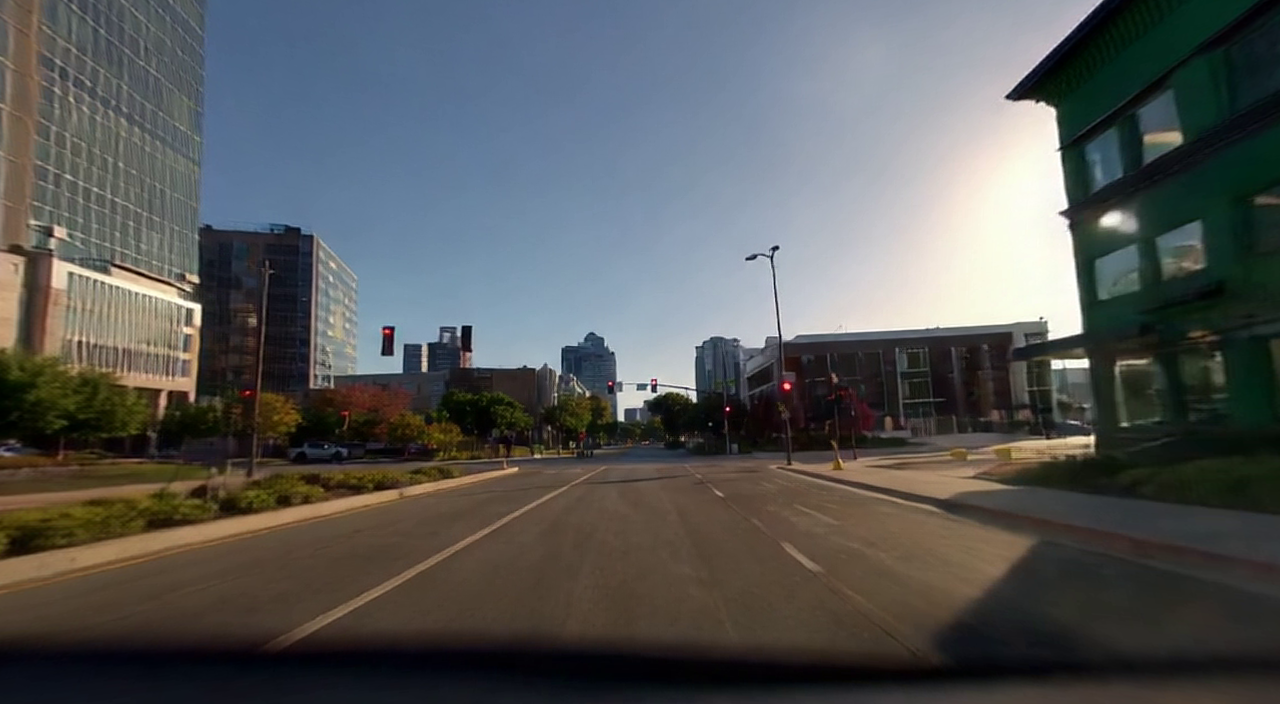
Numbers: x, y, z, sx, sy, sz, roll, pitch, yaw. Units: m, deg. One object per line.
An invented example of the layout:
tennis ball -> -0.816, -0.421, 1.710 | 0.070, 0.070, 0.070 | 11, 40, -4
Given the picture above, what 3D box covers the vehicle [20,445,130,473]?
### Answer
vehicle -> -32.076, 6.094, 35.956 | 1.852, 1.485, 4.683 | 0, -9, 1
